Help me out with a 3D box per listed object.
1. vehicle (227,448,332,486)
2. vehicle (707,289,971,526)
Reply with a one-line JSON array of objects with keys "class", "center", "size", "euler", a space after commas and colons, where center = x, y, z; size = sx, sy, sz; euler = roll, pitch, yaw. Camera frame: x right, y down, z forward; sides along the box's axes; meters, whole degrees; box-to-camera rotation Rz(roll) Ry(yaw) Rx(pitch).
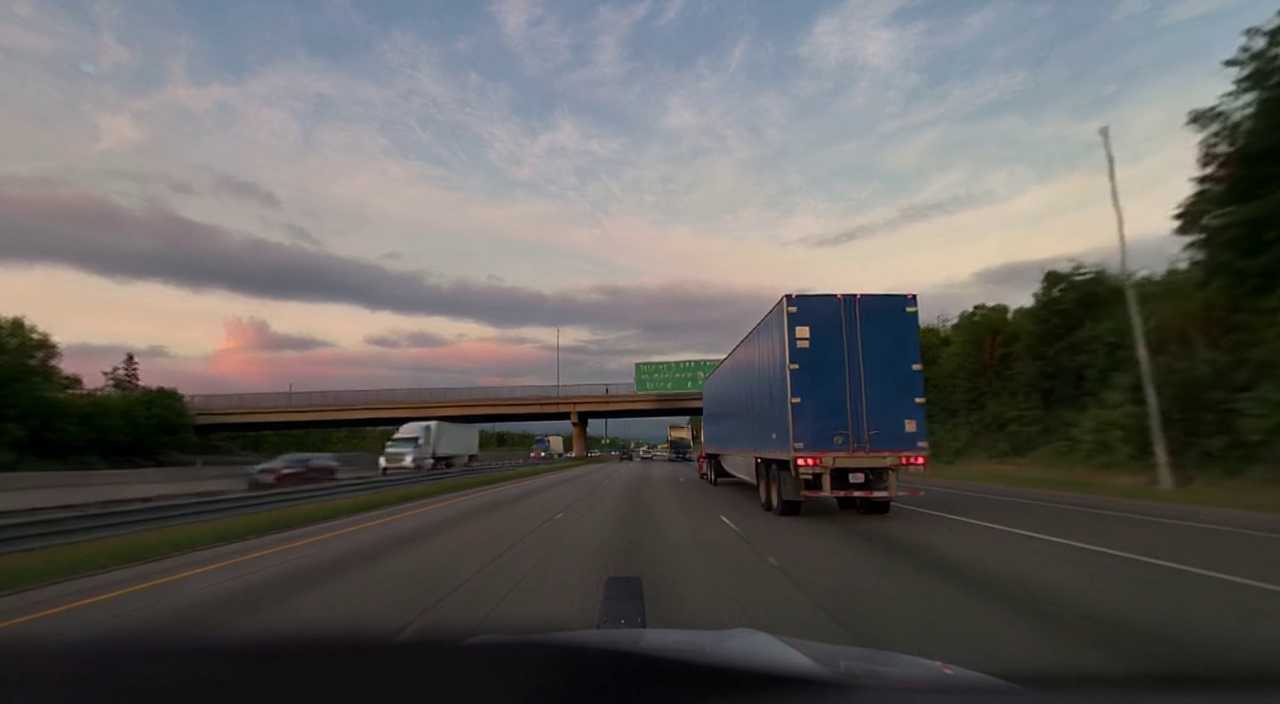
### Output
[{"class": "vehicle", "center": [-14.725, 4.698, 26.058], "size": [1.923, 1.444, 4.006], "euler": [0, -9, 1]}, {"class": "vehicle", "center": [4.094, 1.996, 17.833], "size": [2.825, 4.054, 14.210], "euler": [0, -9, 0]}]
